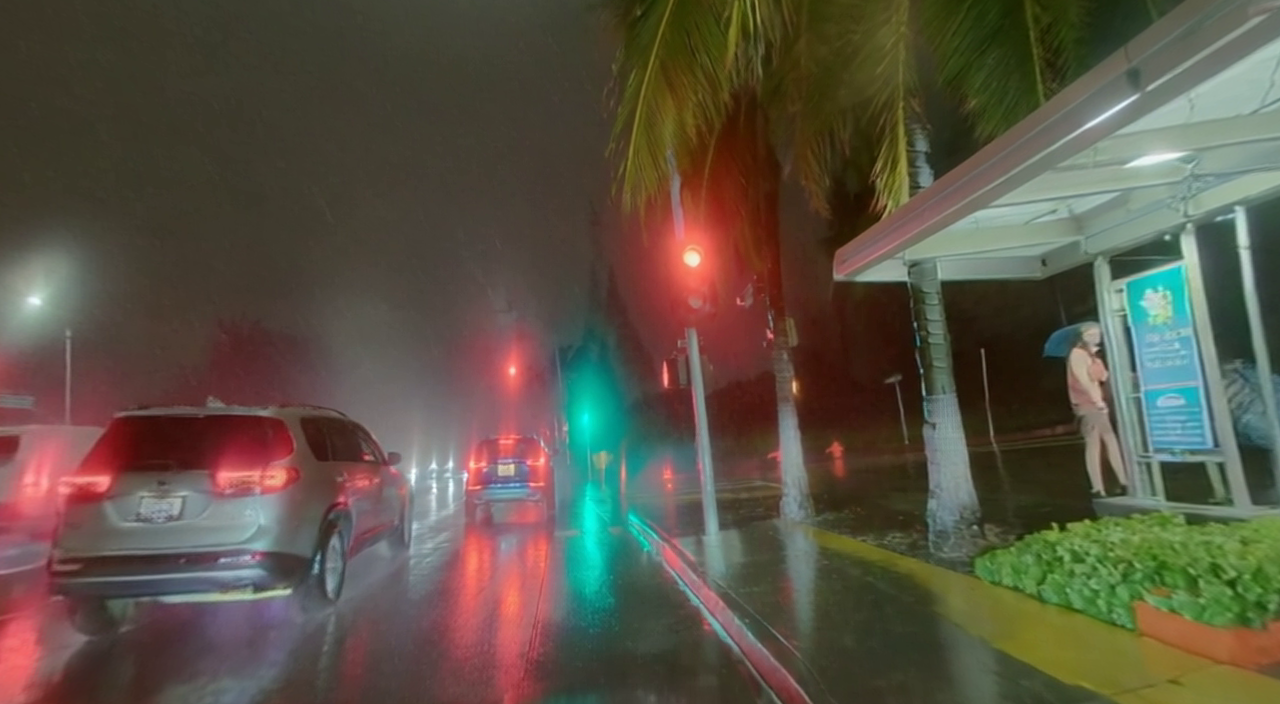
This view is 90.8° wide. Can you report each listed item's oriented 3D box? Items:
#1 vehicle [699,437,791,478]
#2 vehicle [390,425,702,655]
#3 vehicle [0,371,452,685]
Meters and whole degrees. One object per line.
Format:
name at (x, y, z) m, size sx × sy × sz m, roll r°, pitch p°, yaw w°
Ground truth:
vehicle at (5.204, 5.225, 31.468) m, size 3.986 × 1.636 × 1.903 m, roll 5°, pitch -4°, yaw -12°
vehicle at (-0.935, 1.558, 6.422) m, size 2.065 × 1.467 × 4.289 m, roll 1°, pitch -9°, yaw -9°
vehicle at (-3.313, 1.388, 6.182) m, size 2.098 × 1.851 × 4.571 m, roll 1°, pitch -9°, yaw -8°
